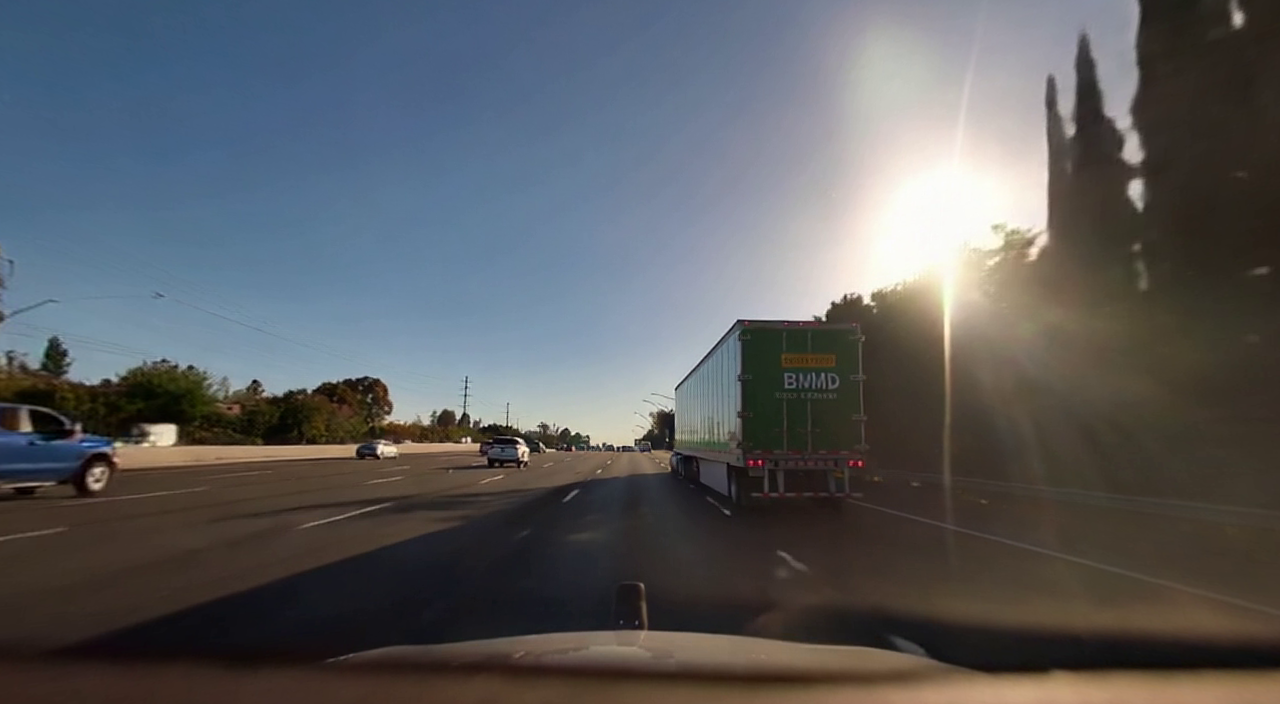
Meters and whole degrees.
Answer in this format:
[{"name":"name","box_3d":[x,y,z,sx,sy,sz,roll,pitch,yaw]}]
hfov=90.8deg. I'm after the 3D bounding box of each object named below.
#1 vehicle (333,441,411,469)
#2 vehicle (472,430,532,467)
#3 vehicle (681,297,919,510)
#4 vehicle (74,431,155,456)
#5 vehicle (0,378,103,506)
[{"name":"vehicle","box_3d":[-14.097,5.431,33.565,2.067,1.398,4.863,0,-8,0]},{"name":"vehicle","box_3d":[-7.474,5.305,34.778,2.100,1.905,5.119,0,-8,0]},{"name":"vehicle","box_3d":[3.418,2.005,19.226,2.891,3.944,15.051,0,-8,-2]},{"name":"vehicle","box_3d":[-34.471,6.031,41.579,1.781,1.492,4.110,0,-8,0]},{"name":"vehicle","box_3d":[-14.095,1.696,11.906,2.307,2.571,6.260,0,-8,0]}]
